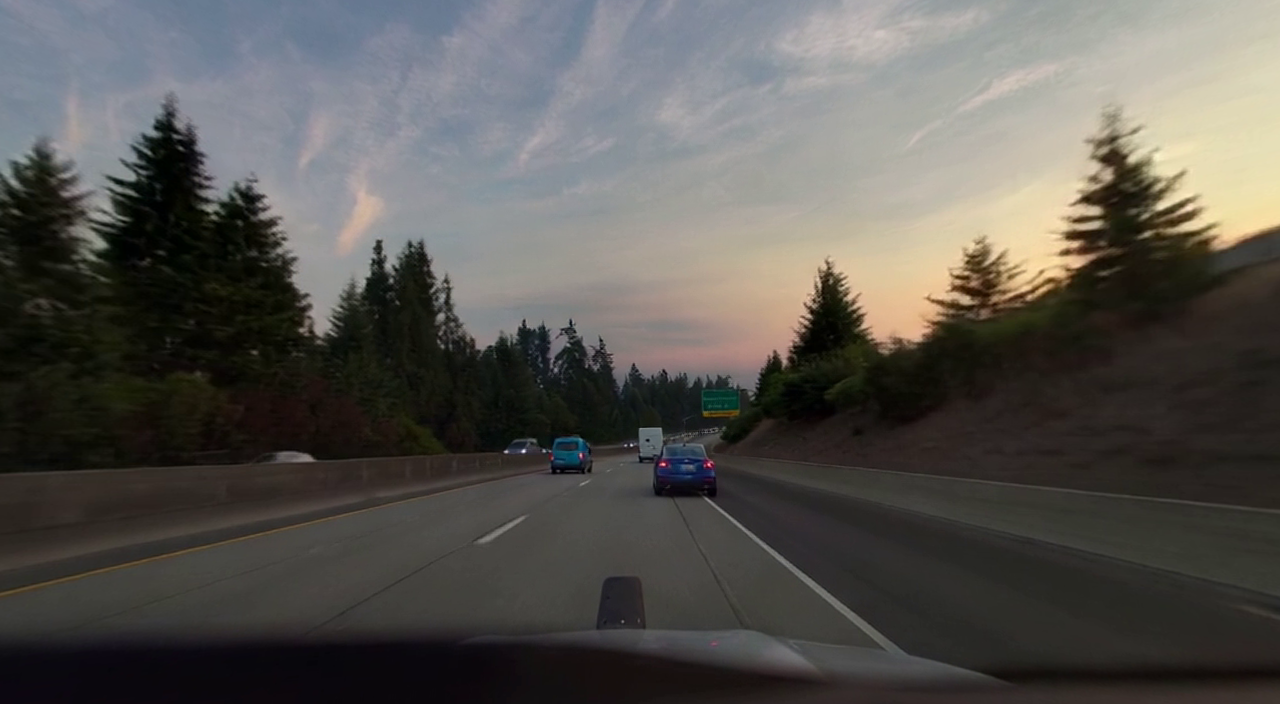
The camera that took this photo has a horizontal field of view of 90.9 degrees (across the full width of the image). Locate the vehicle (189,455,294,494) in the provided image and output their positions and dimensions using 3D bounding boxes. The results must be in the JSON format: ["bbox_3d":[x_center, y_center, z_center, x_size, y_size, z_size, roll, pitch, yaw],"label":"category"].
[{"bbox_3d":[-16.028,4.912,25.602,1.756,1.428,3.699,0,-9,1],"label":"vehicle"}]

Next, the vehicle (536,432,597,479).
[{"bbox_3d":[-3.432,5.006,30.629,2.217,2.033,4.975,0,-9,2],"label":"vehicle"}]

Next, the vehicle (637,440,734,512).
[{"bbox_3d":[0.939,2.877,15.029,2.012,1.485,3.649,0,-9,0],"label":"vehicle"}]
